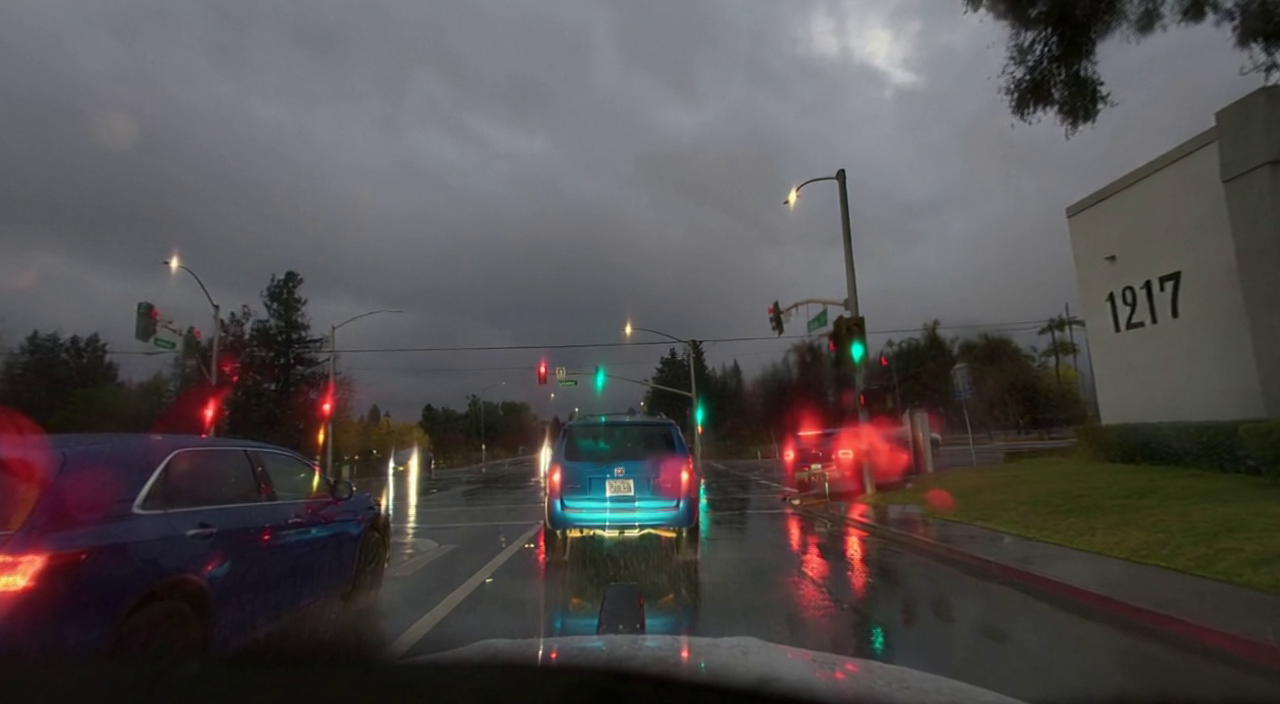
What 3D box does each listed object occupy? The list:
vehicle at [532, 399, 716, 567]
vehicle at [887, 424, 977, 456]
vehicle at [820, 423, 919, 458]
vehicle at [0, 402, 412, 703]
[{"bbox_3d":[-0.187,1.793,9.328,2.059,1.877,4.249,0,-8,0],"label":"vehicle"},{"bbox_3d":[15.139,4.574,32.804,3.830,1.545,2.006,3,-9,-19],"label":"vehicle"},{"bbox_3d":[12.739,4.908,35.087,4.872,1.806,2.107,3,-9,-19],"label":"vehicle"},{"bbox_3d":[-3.384,1.262,4.560,2.011,1.527,4.008,0,-8,-1],"label":"vehicle"}]
